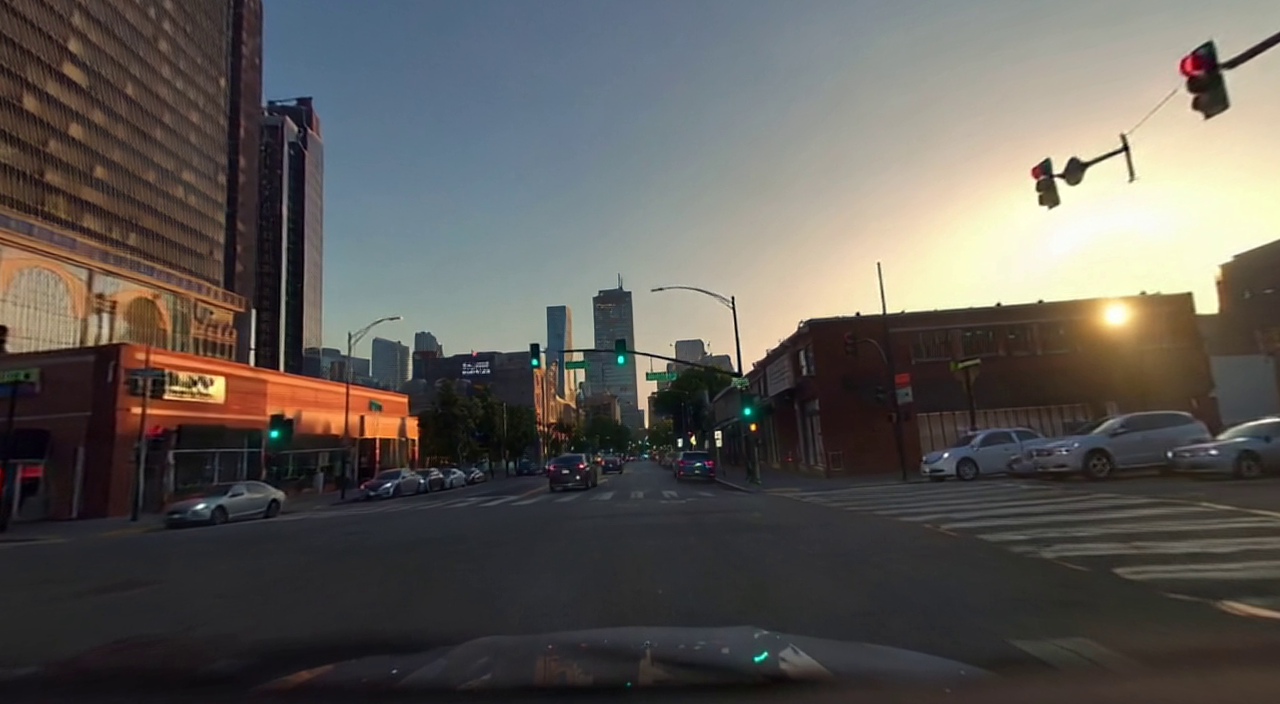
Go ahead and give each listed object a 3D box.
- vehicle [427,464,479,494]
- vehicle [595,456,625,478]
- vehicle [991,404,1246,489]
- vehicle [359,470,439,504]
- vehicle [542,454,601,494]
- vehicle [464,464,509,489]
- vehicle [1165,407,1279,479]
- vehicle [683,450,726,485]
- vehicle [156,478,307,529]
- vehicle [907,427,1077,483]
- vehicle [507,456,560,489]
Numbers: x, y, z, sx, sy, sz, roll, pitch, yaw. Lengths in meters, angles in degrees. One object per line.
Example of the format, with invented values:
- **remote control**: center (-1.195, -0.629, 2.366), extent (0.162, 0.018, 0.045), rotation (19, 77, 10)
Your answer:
- **vehicle**: center (-11.729, 7.975, 39.815), extent (1.933, 1.628, 3.973), rotation (-1, -8, 3)
- **vehicle**: center (-2.273, 8.792, 48.306), extent (1.916, 1.487, 4.535), rotation (-1, -8, 2)
- **vehicle**: center (12.813, 2.552, 17.204), extent (5.004, 1.771, 2.159), rotation (-5, -8, 1)
- **vehicle**: center (-12.133, 6.819, 32.122), extent (1.934, 1.434, 4.636), rotation (-1, -8, 5)
- **vehicle**: center (-2.856, 5.173, 27.029), extent (1.973, 1.496, 3.713), rotation (-1, -8, 2)
- **vehicle**: center (-11.315, 9.203, 46.769), extent (2.041, 1.526, 4.749), rotation (0, -8, 1)
- **vehicle**: center (14.976, 2.016, 14.027), extent (4.801, 1.497, 1.895), rotation (0, -8, 0)
- **vehicle**: center (3.601, 6.508, 35.799), extent (1.924, 1.765, 3.954), rotation (0, -8, -1)
- **vehicle**: center (-15.583, 5.766, 24.383), extent (1.999, 1.466, 4.535), rotation (-3, -9, 18)
- **vehicle**: center (11.265, 3.325, 20.413), extent (4.288, 1.689, 1.909), rotation (-1, -8, 1)
- **vehicle**: center (-5.626, 6.405, 33.756), extent (1.942, 1.559, 4.298), rotation (-1, -8, 2)
